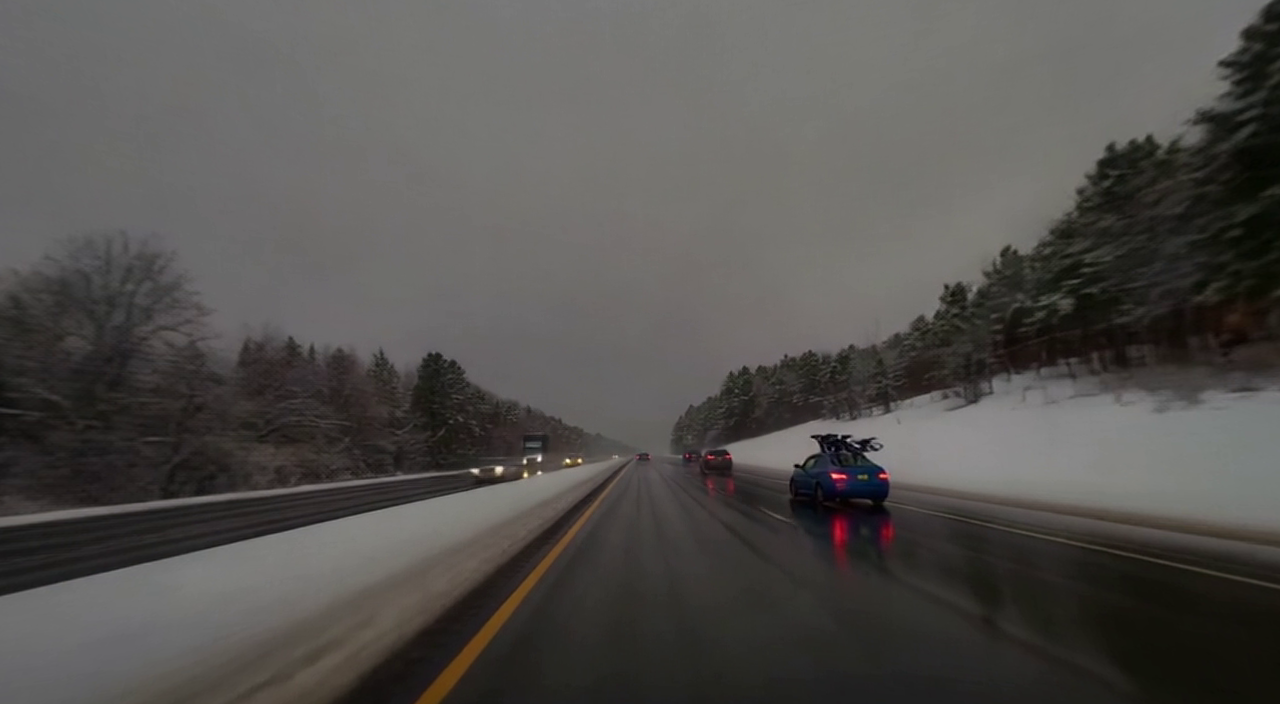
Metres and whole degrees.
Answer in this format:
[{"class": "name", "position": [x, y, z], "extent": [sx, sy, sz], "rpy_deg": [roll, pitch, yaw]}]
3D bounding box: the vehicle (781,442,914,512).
[{"class": "vehicle", "position": [4.964, 3.023, 15.691], "extent": [1.964, 1.513, 3.707], "rpy_deg": [0, -9, -1]}]

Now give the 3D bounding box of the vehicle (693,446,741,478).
[{"class": "vehicle", "position": [4.272, 6.204, 35.848], "extent": [2.122, 1.662, 4.392], "rpy_deg": [0, -9, -1]}]

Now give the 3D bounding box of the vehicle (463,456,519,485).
[{"class": "vehicle", "position": [-8.389, 6.692, 35.879], "extent": [1.979, 1.470, 4.558], "rpy_deg": [0, -9, 1]}]
